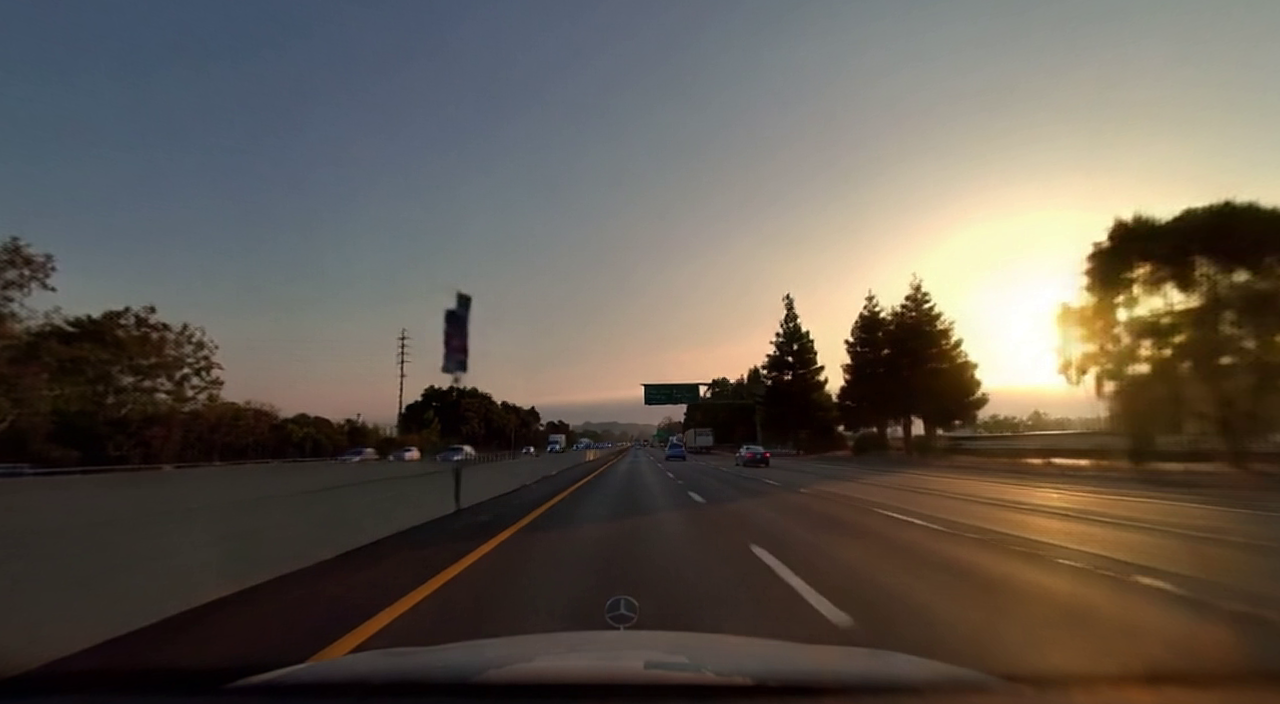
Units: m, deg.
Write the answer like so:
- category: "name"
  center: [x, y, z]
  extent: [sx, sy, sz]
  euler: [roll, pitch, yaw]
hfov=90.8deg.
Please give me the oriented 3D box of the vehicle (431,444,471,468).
- category: "vehicle"
  center: [-14.189, 7.831, 47.681]
  extent: [1.788, 1.655, 4.254]
  euler: [0, -8, -1]

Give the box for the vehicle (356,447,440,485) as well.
- category: "vehicle"
  center: [-11.045, 5.204, 29.255]
  extent: [2.125, 1.503, 4.530]
  euler: [1, -8, -1]

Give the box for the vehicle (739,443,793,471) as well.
- category: "vehicle"
  center: [6.868, 5.770, 34.884]
  extent: [2.009, 1.456, 4.097]
  euler: [0, -9, -2]

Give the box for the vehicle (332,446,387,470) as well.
- category: "vehicle"
  center: [-22.085, 8.318, 49.899]
  extent: [2.035, 1.779, 4.906]
  euler: [0, -9, 0]
